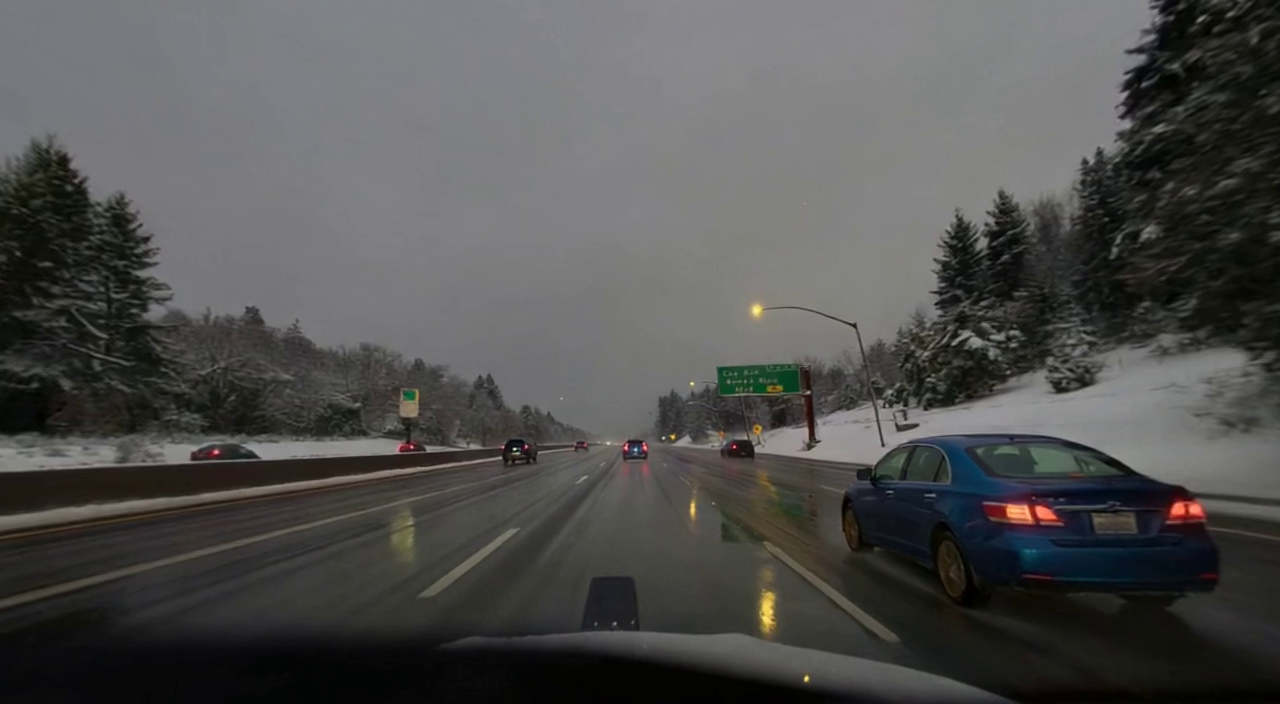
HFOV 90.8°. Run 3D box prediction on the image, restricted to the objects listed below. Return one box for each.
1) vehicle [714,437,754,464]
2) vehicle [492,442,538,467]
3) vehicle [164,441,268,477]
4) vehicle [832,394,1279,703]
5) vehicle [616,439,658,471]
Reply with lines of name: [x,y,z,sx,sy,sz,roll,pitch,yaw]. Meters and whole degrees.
vehicle: [6.983,7.381,47.519,2.103,1.898,5.310,0,-9,-1]
vehicle: [-8.282,6.797,42.160,2.028,1.552,4.922,0,-9,0]
vehicle: [-21.481,5.430,32.280,2.058,1.667,4.623,0,-9,0]
vehicle: [3.205,1.255,4.600,2.072,1.501,4.694,0,-9,-1]
vehicle: [-0.183,5.655,34.849,2.157,1.642,4.189,0,-9,-1]
